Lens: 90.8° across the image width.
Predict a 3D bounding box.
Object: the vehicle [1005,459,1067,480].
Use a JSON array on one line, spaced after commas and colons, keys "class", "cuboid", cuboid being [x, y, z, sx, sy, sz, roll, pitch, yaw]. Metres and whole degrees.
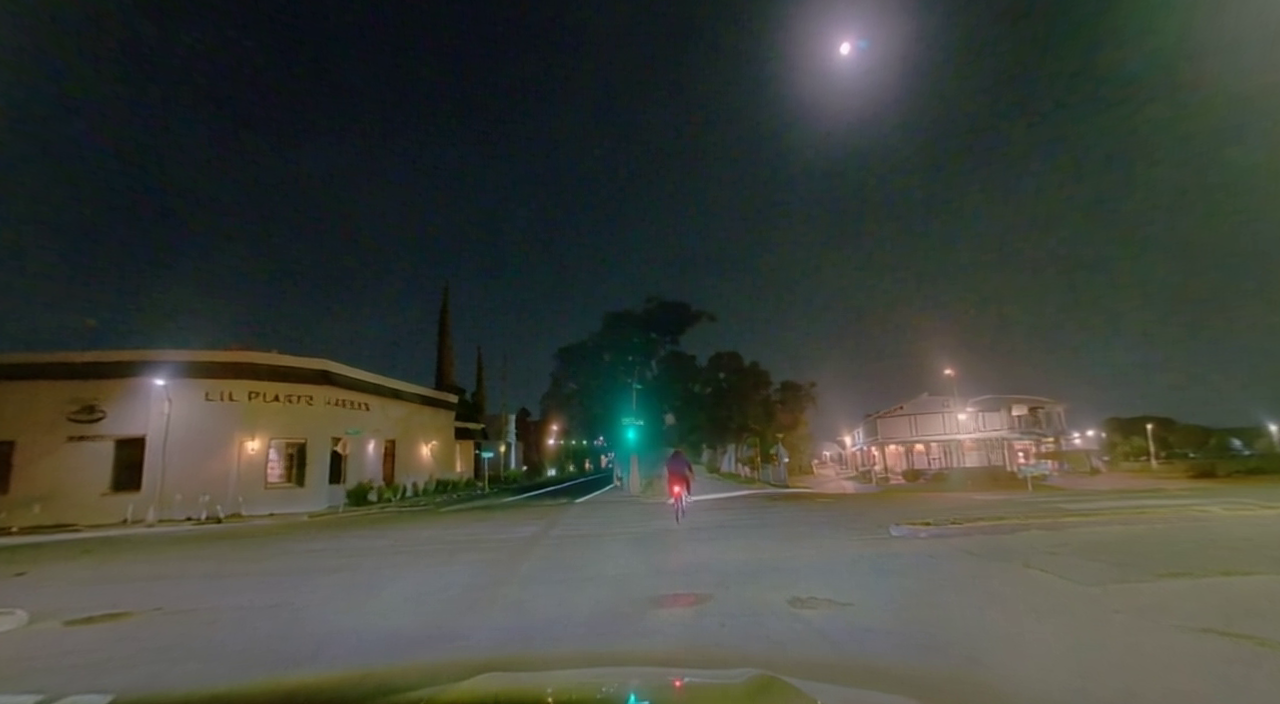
[{"class": "vehicle", "cuboid": [30.451, 9.011, 48.615, 3.794, 1.403, 1.636, -1, -9, -9]}]
